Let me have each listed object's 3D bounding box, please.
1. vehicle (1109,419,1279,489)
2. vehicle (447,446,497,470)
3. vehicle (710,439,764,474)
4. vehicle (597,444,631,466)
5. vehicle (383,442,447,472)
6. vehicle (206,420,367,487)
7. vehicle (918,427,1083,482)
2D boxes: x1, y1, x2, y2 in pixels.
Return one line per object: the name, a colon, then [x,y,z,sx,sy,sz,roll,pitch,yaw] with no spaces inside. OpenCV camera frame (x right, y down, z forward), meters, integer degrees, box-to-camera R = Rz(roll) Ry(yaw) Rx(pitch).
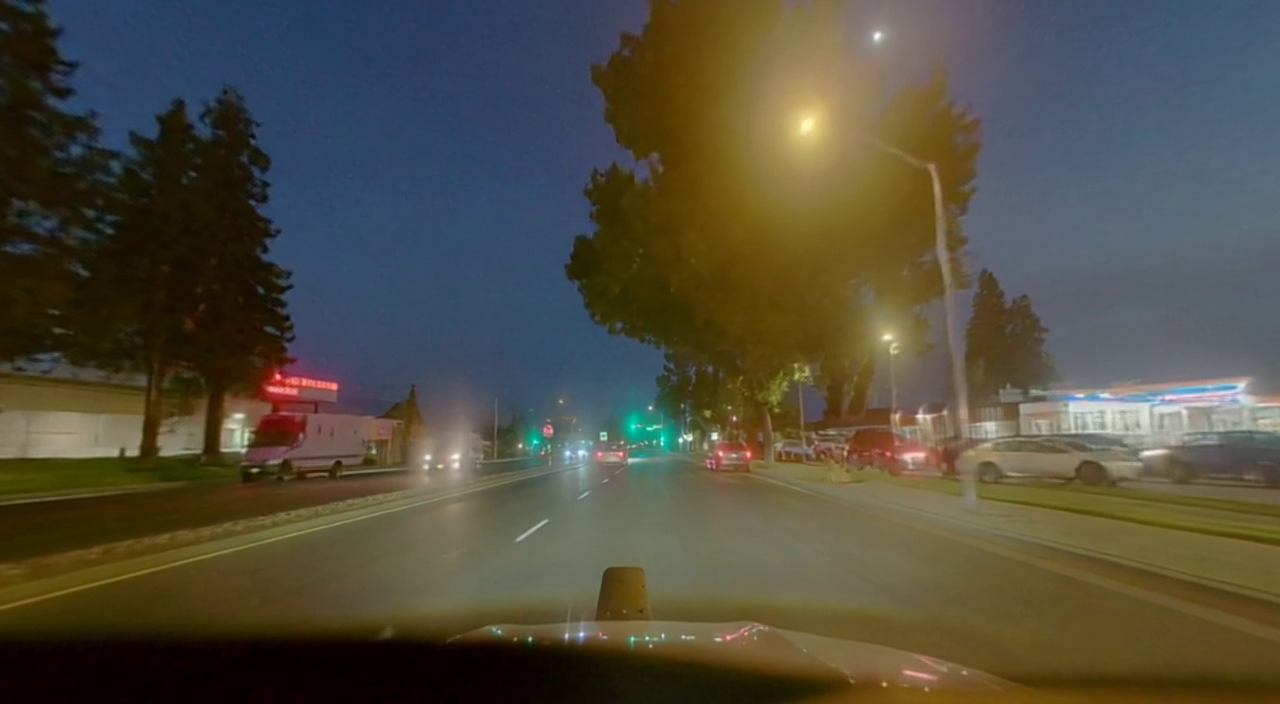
vehicle: [15.826,2.836,17.627,1.823,1.669,4.863,-1,-9,3]
vehicle: [-10.480,6.614,39.613,1.801,1.407,4.270,0,-9,2]
vehicle: [4.978,5.428,32.932,2.179,1.709,4.512,0,-9,1]
vehicle: [-1.706,6.955,42.729,1.959,1.406,4.272,0,-9,2]
vehicle: [-14.213,6.643,40.151,2.163,1.761,4.811,0,-9,2]
vehicle: [-18.516,5.427,34.116,2.953,3.076,9.336,0,-9,3]
vehicle: [12.315,3.530,21.771,4.454,1.776,1.891,0,-9,1]
